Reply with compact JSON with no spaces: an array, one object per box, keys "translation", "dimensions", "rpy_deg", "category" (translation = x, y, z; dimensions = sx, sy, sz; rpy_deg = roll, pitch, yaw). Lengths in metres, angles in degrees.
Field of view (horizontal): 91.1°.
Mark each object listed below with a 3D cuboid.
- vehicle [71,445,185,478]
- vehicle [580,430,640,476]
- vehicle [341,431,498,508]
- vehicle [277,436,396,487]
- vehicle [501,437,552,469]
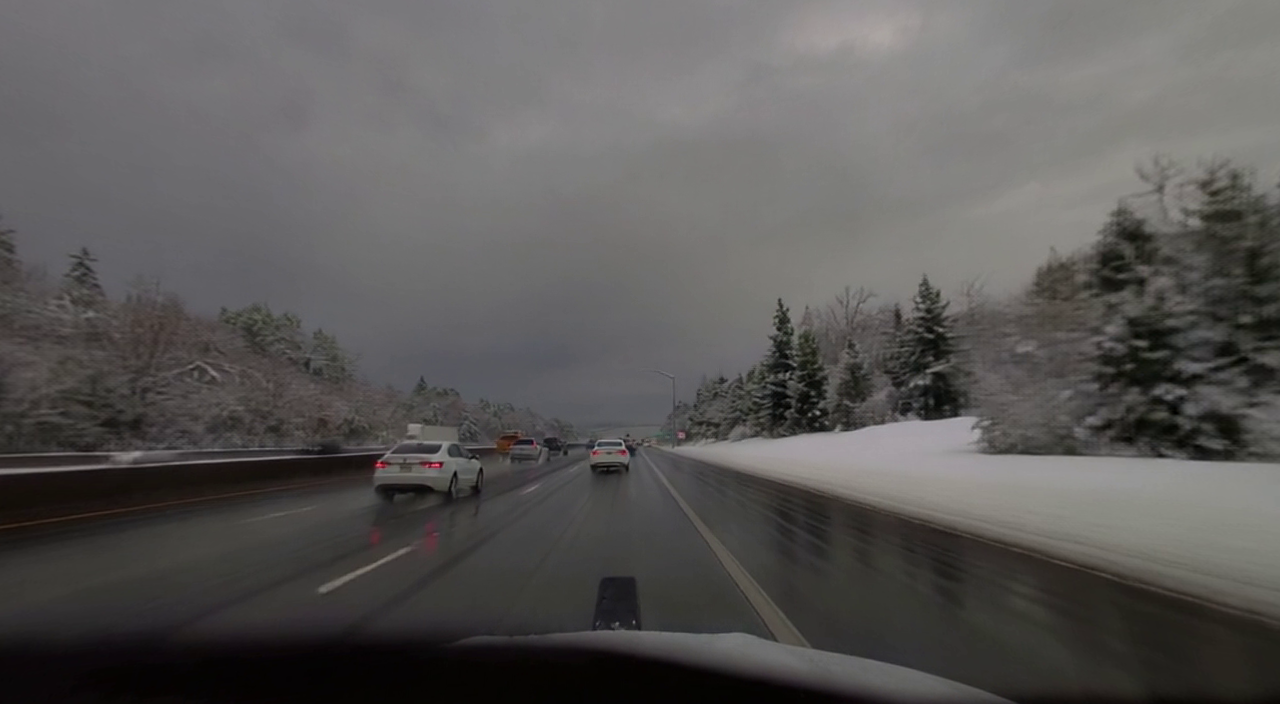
[{"translation":[-25.655,5.473,31.757],"dimensions":[1.873,1.491,4.688],"rpy_deg":[0,-8,-1],"category":"vehicle"},{"translation":[-1.122,3.898,24.595],"dimensions":[2.178,1.658,3.916],"rpy_deg":[0,-8,-1],"category":"vehicle"},{"translation":[-4.764,2.569,14.352],"dimensions":[1.971,1.464,4.386],"rpy_deg":[0,-8,0],"category":"vehicle"},{"translation":[-9.521,3.431,20.129],"dimensions":[1.850,1.439,3.932],"rpy_deg":[0,-8,0],"category":"vehicle"},{"translation":[-5.565,4.952,31.145],"dimensions":[1.835,1.432,3.835],"rpy_deg":[0,-8,0],"category":"vehicle"}]
